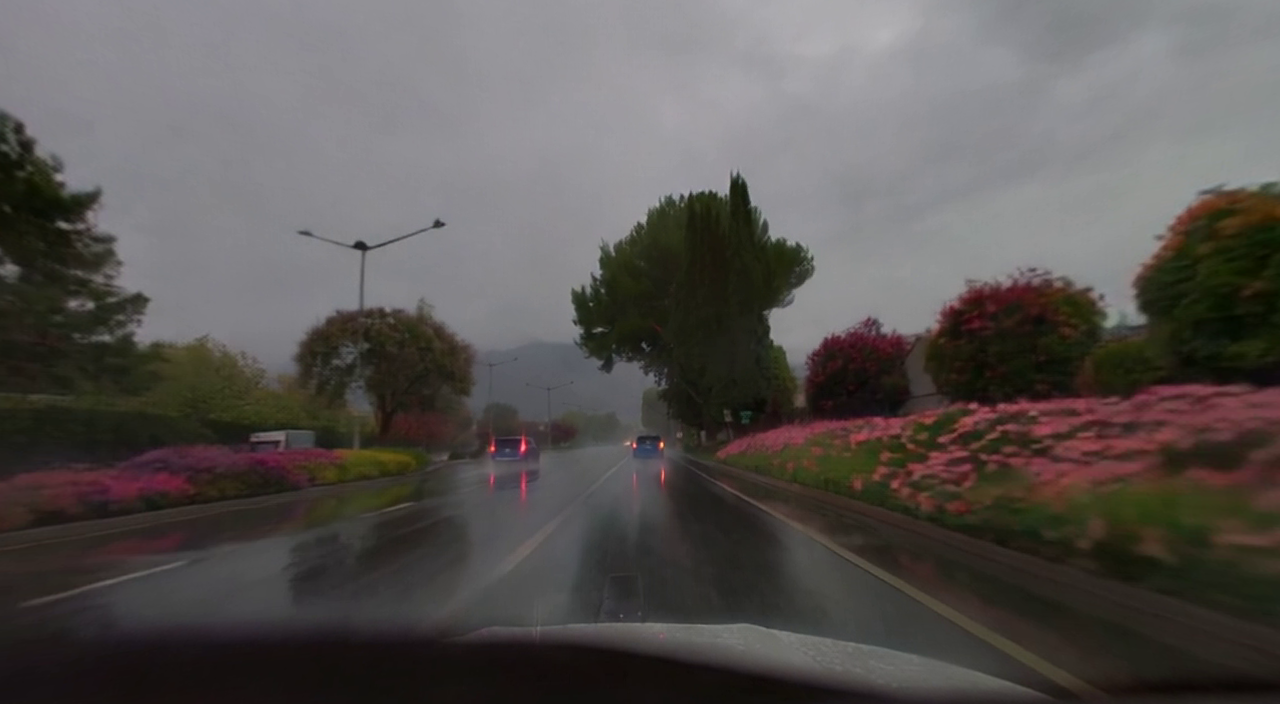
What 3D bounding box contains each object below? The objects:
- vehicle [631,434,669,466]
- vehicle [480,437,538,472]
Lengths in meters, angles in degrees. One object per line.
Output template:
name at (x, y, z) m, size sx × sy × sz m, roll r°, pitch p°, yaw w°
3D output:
vehicle at (0.579, 5.785, 37.336) m, size 2.070 × 1.764 × 4.552 m, roll 0°, pitch -8°, yaw 0°
vehicle at (-6.679, 5.266, 32.714) m, size 1.993 × 1.657 × 4.487 m, roll -1°, pitch -8°, yaw 1°
